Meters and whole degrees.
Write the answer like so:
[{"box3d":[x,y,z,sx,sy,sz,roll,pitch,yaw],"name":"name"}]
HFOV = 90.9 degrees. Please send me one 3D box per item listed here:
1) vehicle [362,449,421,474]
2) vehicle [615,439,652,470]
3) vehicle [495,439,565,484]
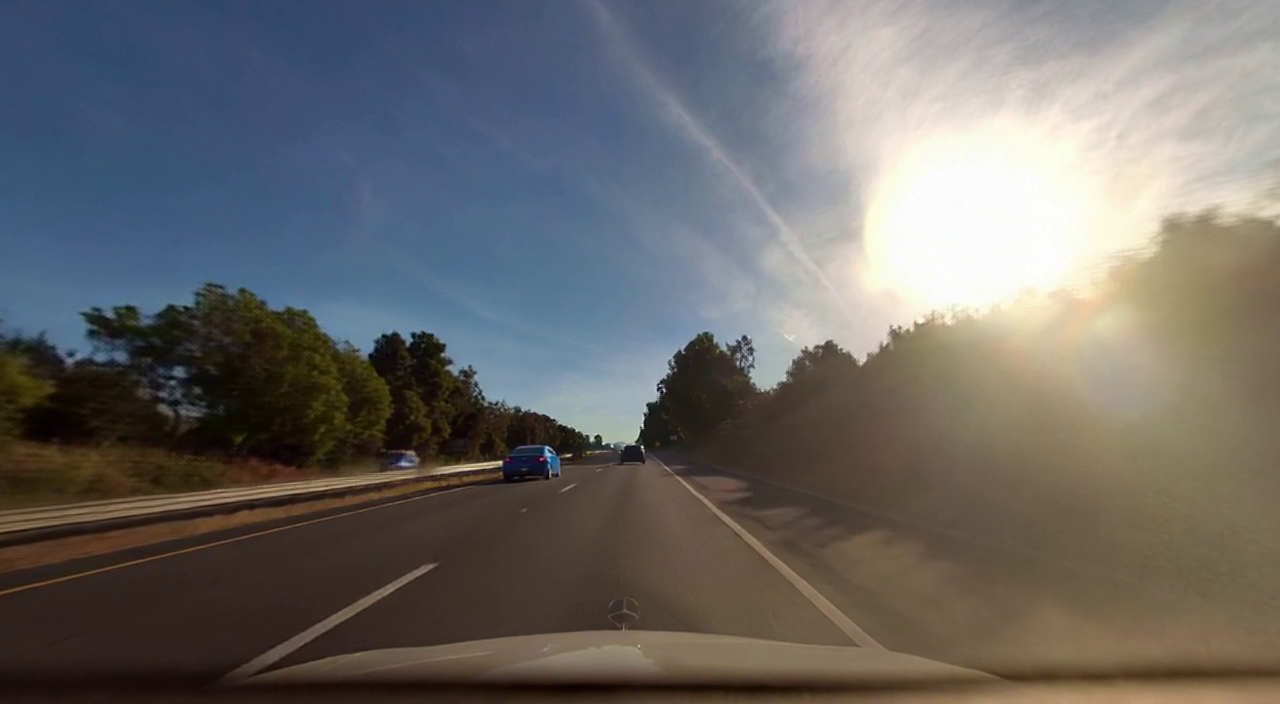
[{"box3d":[-17.362,7.677,44.336,2.029,1.663,4.989,0,-9,1],"name":"vehicle"},{"box3d":[-0.379,6.204,38.253,2.126,1.786,3.958,0,-9,0],"name":"vehicle"},{"box3d":[-4.450,4.506,26.167,2.113,1.656,4.215,0,-9,1],"name":"vehicle"}]
